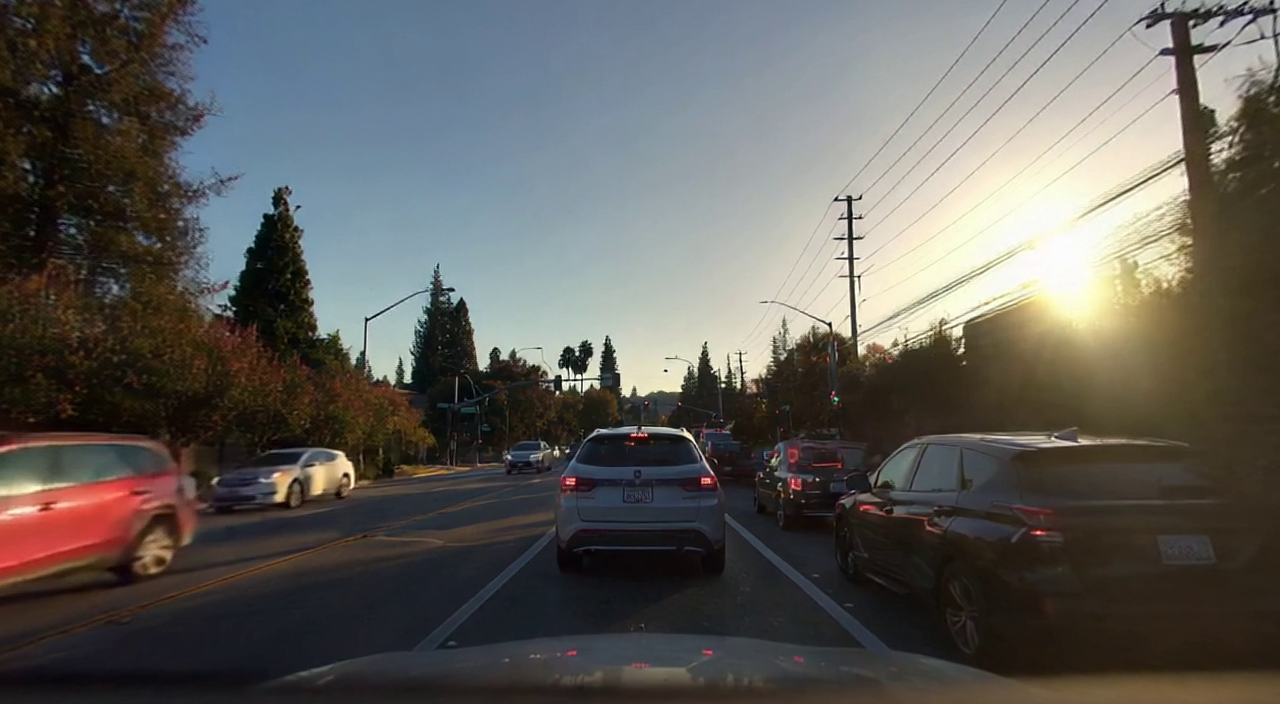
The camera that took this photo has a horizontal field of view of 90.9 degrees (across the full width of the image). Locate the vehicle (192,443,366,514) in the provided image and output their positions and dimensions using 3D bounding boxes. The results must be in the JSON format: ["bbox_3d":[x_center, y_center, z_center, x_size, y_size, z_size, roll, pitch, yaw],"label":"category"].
[{"bbox_3d":[-9.982,3.478,17.995,2.003,1.705,4.747,-1,-9,2],"label":"vehicle"}]

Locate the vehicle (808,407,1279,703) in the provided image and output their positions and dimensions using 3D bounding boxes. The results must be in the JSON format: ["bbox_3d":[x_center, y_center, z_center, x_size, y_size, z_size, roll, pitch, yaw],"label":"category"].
[{"bbox_3d":[2.893,1.313,4.990,1.950,1.487,4.275,0,-8,0],"label":"vehicle"}]

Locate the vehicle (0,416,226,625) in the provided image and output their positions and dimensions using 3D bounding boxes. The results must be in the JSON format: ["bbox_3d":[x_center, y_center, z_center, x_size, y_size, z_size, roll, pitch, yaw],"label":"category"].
[{"bbox_3d":[-6.397,1.470,5.695,2.225,1.713,4.514,0,-8,0],"label":"vehicle"}]

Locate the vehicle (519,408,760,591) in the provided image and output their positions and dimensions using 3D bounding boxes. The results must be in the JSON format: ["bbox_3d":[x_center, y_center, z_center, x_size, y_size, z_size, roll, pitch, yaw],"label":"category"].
[{"bbox_3d":[0.009,1.661,7.910,2.200,1.653,4.127,0,-8,1],"label":"vehicle"}]
